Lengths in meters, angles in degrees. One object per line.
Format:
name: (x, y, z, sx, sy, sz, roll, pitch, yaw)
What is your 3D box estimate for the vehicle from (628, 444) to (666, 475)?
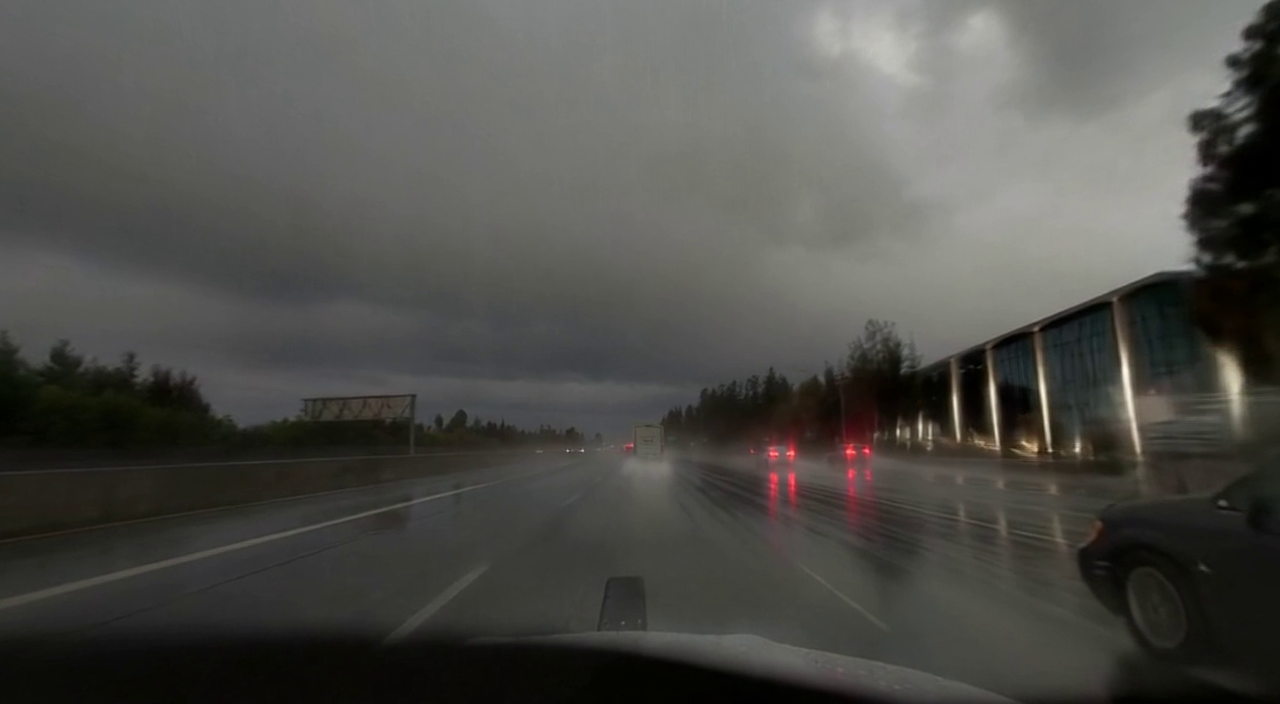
vehicle: (0.375, 6.028, 35.589, 2.015, 1.639, 4.086, 0, -9, 1)

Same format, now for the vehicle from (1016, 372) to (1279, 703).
vehicle: (3.822, 0.788, 2.097, 2.008, 1.595, 5.082, 0, -9, 0)
